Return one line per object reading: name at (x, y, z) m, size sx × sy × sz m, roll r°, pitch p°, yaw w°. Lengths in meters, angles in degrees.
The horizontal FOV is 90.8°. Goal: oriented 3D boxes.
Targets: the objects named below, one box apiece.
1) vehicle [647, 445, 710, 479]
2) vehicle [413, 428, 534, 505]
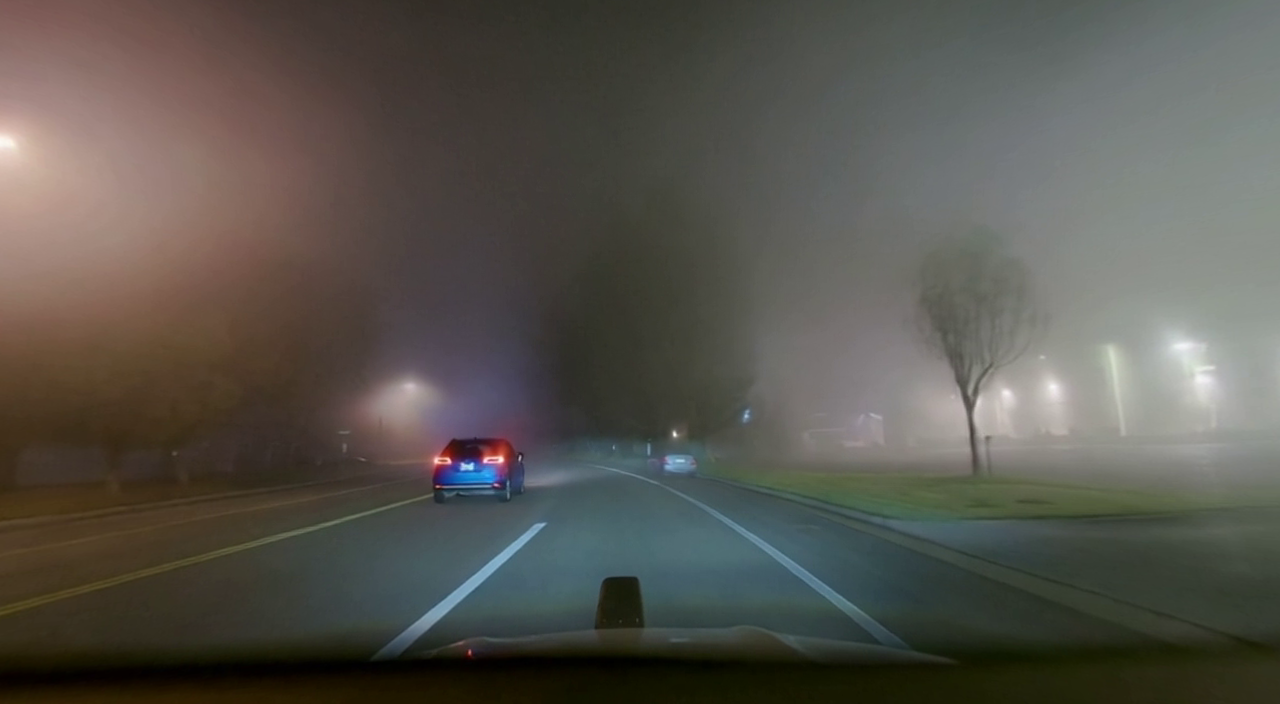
vehicle at (1.754, 5.229, 30.336) m, size 1.928 × 1.447 × 4.386 m, roll 2°, pitch -9°, yaw -11°
vehicle at (-4.244, 3.011, 16.967) m, size 2.175 × 1.772 × 4.442 m, roll 1°, pitch -9°, yaw -2°
